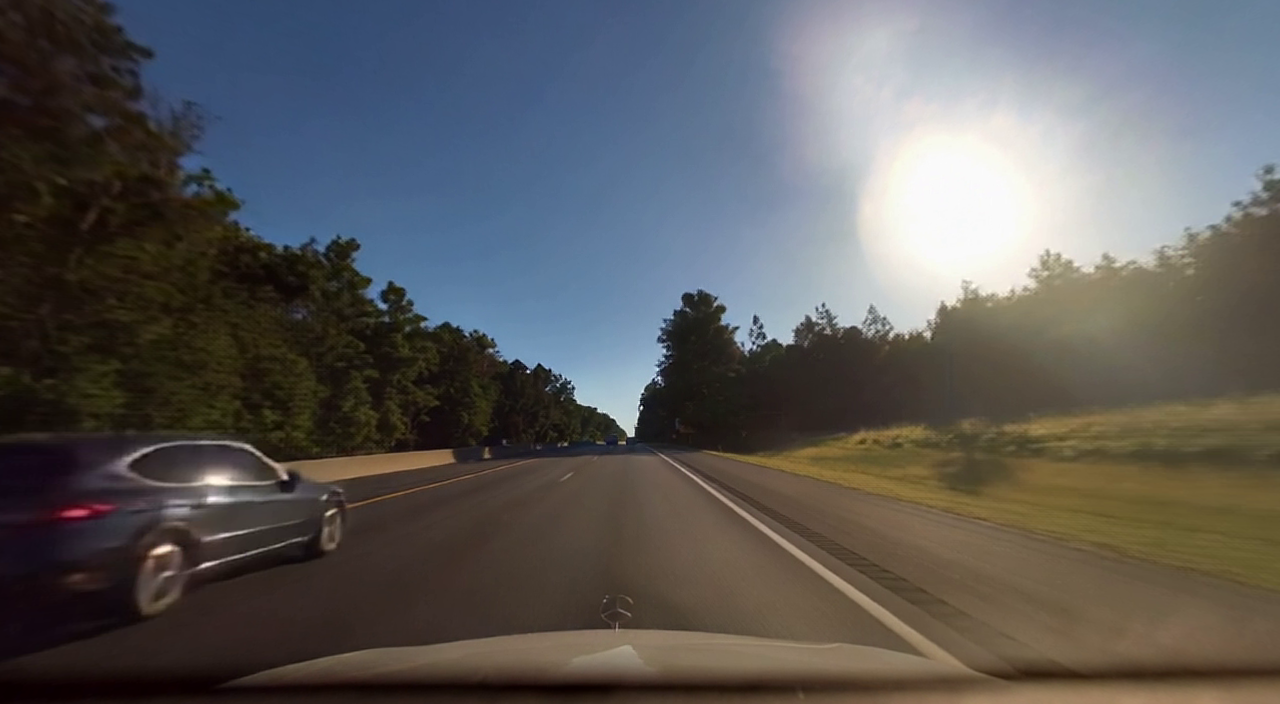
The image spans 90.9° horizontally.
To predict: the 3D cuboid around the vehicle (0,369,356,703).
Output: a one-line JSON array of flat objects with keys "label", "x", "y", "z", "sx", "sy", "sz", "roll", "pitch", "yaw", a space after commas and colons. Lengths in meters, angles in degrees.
[{"label": "vehicle", "x": -4.171, "y": 1.138, "z": 4.559, "sx": 2.185, "sy": 1.677, "sz": 4.390, "roll": 0, "pitch": -8, "yaw": 0}]
